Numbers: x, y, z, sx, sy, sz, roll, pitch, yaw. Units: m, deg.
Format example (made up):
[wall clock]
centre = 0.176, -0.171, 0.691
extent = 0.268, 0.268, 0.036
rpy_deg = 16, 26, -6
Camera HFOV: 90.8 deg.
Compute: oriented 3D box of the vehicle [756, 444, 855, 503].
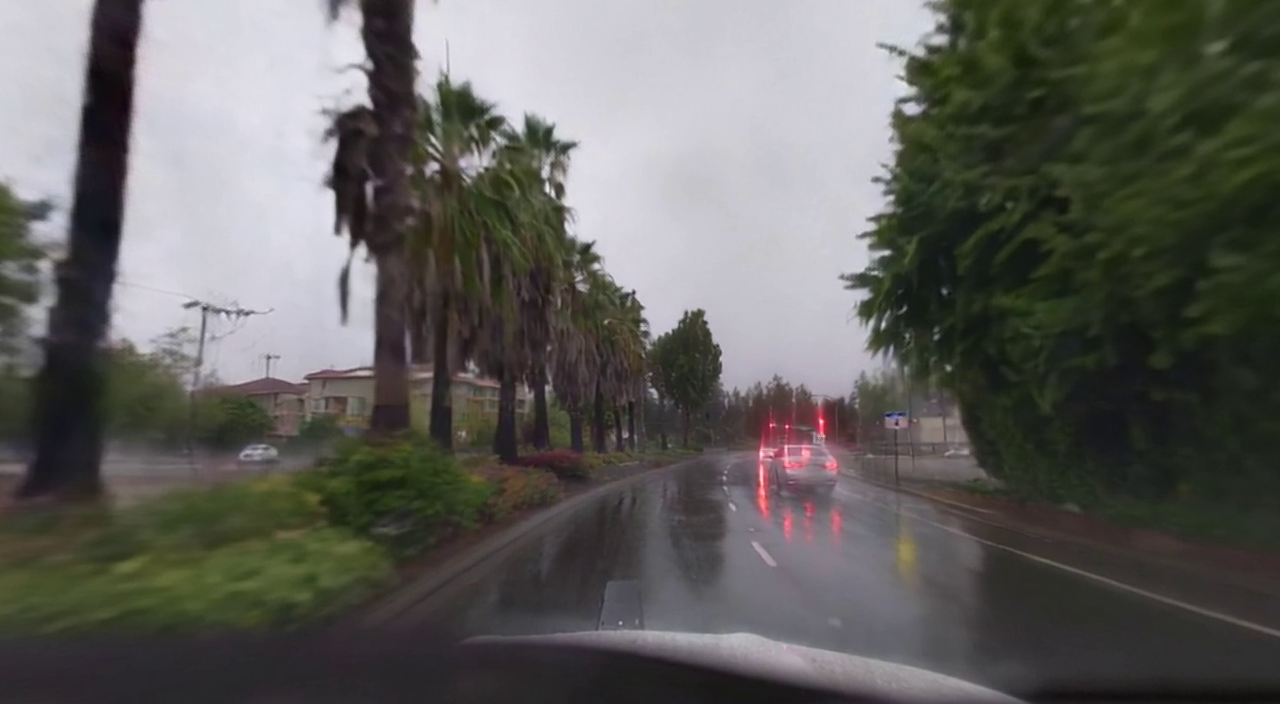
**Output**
[vehicle]
centre = 4.563, 3.376, 18.016
extent = 1.993, 1.483, 3.821
rpy_deg = -1, -9, 4
